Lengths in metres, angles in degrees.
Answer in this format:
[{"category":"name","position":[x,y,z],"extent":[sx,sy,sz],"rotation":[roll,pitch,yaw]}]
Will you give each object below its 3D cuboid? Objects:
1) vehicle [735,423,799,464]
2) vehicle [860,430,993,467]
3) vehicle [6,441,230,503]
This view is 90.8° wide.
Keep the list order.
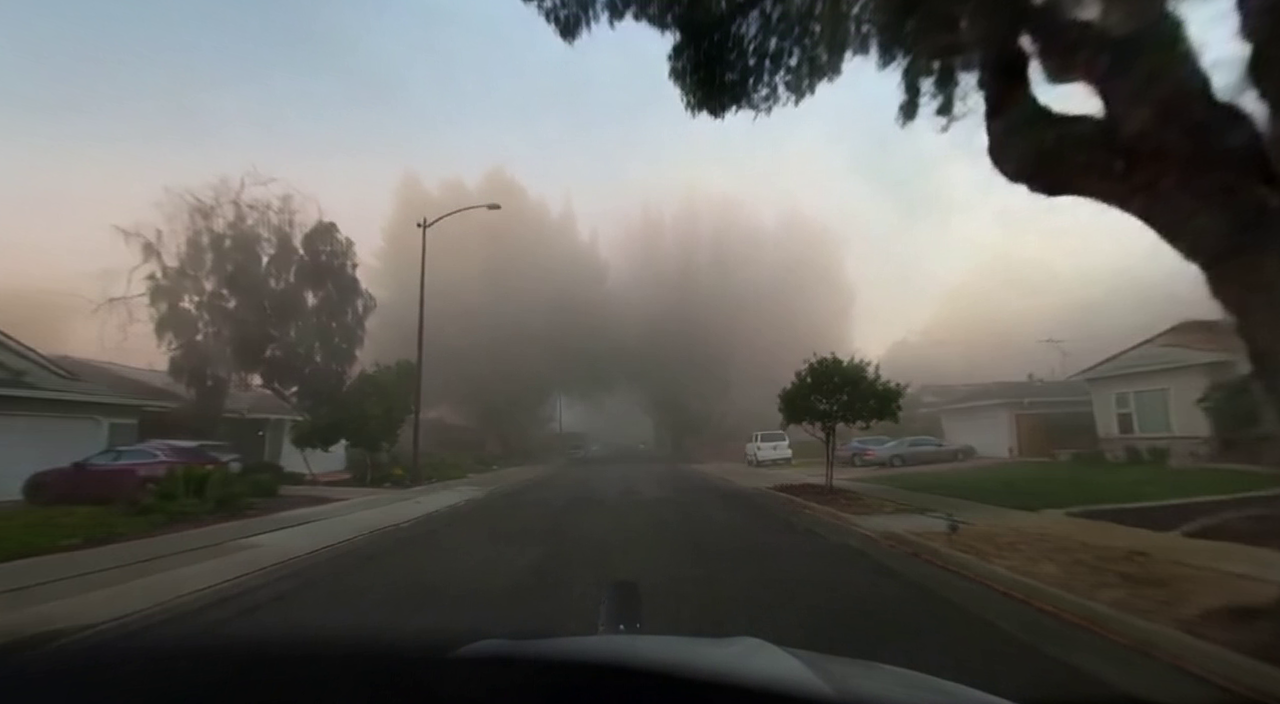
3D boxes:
[{"category":"vehicle","position":[6.759,4.937,34.138],"extent":[2.233,1.923,4.848],"rotation":[-4,-8,-2]},{"category":"vehicle","position":[12.053,4.091,26.792],"extent":[4.686,1.466,1.869],"rotation":[0,-8,-1]},{"category":"vehicle","position":[-13.760,3.161,16.908],"extent":[4.190,1.529,1.880],"rotation":[0,-8,-4]}]
